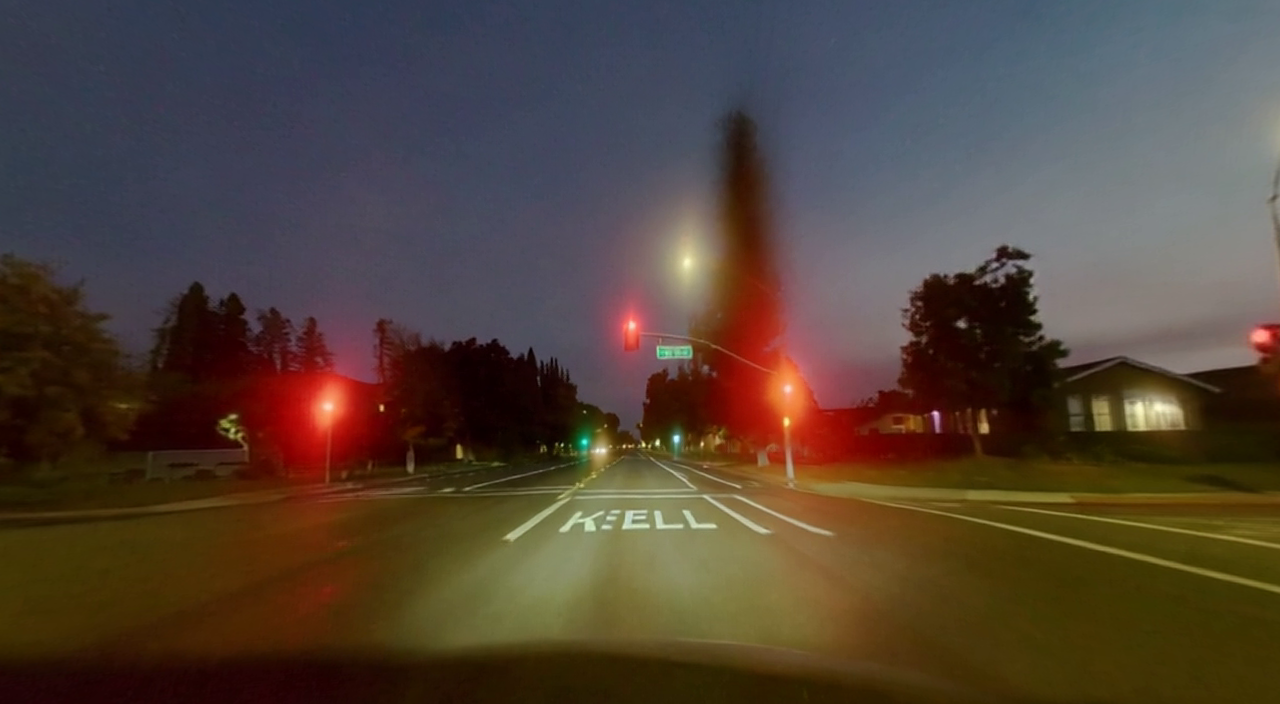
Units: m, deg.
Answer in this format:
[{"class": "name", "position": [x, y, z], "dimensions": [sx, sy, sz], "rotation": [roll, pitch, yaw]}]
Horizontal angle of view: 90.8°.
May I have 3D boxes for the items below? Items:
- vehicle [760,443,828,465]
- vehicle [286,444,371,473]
[{"class": "vehicle", "position": [10.939, 7.290, 45.059], "dimensions": [4.261, 1.486, 2.023], "rotation": [0, -9, -1]}, {"class": "vehicle", "position": [-18.783, 6.442, 38.268], "dimensions": [4.115, 1.699, 1.848], "rotation": [0, -8, -1]}]
